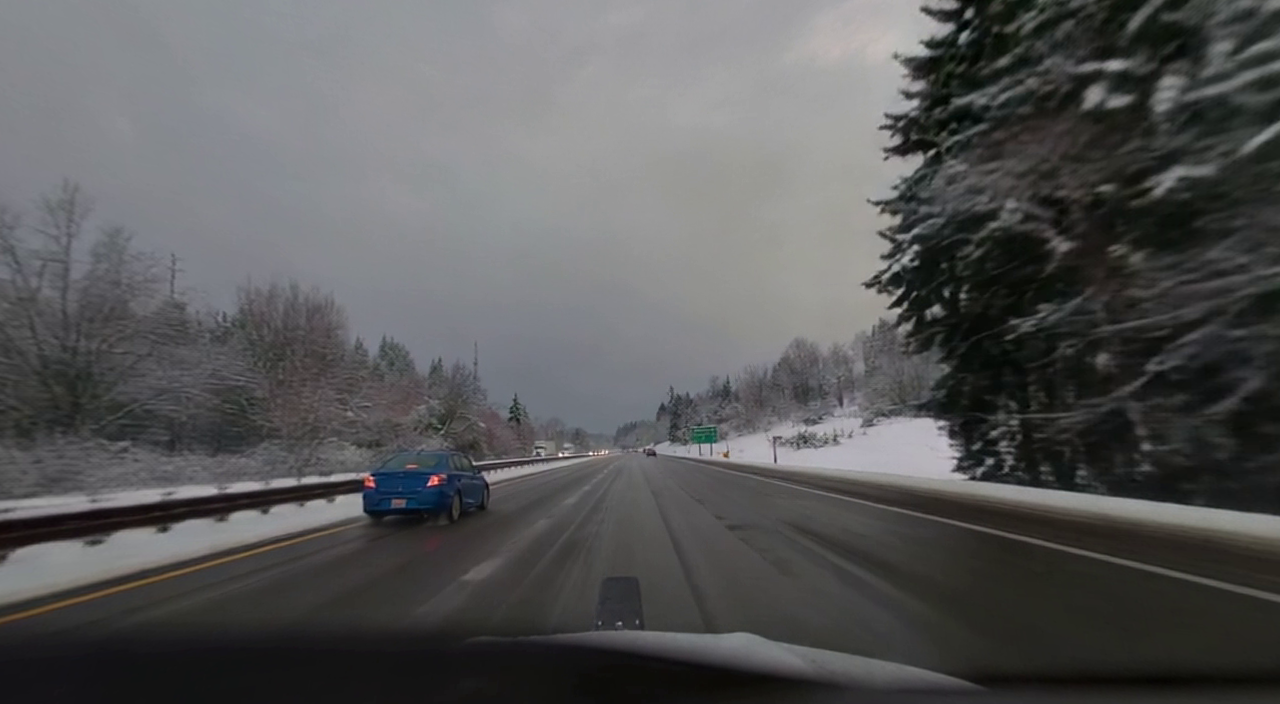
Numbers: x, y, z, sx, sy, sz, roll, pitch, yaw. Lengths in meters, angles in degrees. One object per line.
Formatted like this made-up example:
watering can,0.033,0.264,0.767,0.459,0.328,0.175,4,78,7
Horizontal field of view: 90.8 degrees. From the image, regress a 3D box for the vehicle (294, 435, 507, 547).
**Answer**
vehicle,-3.766,2.246,10.816,2.121,1.537,3.852,0,-9,0
